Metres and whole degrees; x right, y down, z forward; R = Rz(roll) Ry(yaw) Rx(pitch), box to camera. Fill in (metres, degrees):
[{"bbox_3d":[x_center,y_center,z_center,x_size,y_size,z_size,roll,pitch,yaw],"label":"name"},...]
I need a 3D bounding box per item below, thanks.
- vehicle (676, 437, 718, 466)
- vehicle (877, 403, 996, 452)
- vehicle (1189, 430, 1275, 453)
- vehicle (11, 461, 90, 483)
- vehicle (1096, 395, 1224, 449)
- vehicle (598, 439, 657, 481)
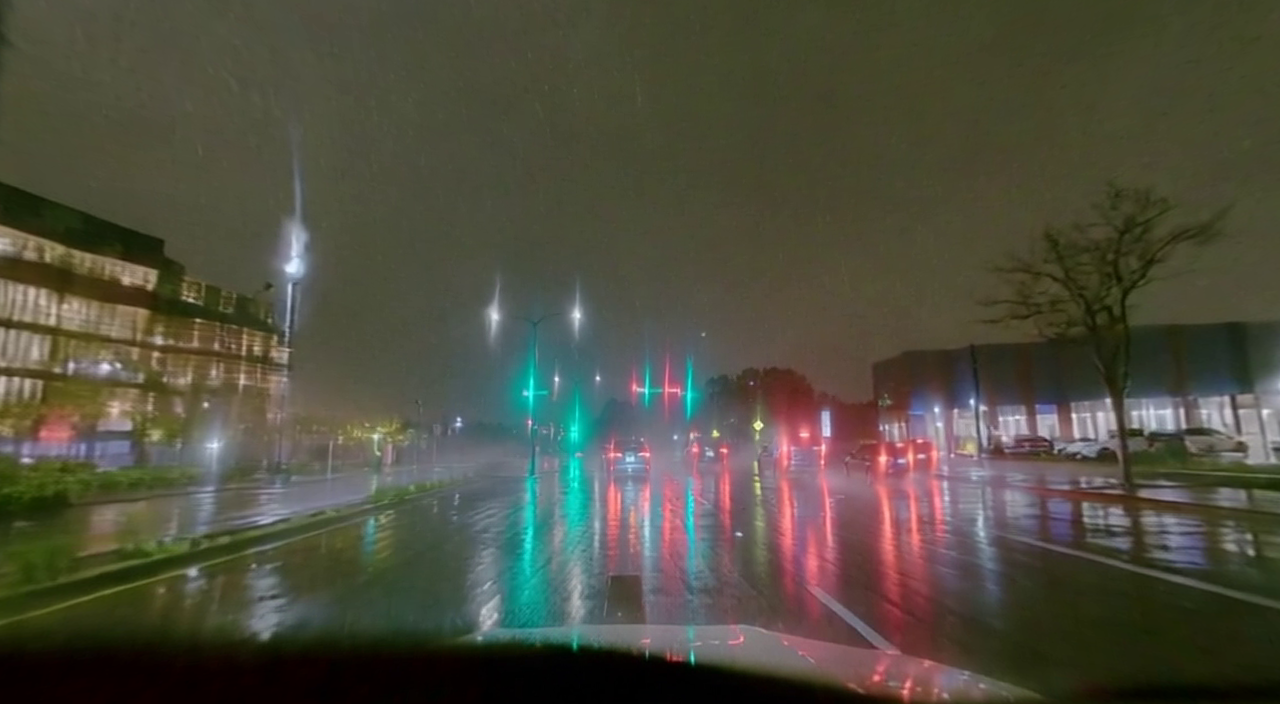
[{"bbox_3d":[3.492,6.185,39.519,2.100,1.683,4.231,0,-8,-1],"label":"vehicle"},{"bbox_3d":[21.082,5.440,45.206,7.049,3.319,2.728,0,-8,-1],"label":"vehicle"},{"bbox_3d":[38.362,5.832,41.085,1.656,1.427,4.042,0,-8,1],"label":"vehicle"},{"bbox_3d":[-42.955,8.737,46.080,3.776,1.466,1.846,0,-8,-2],"label":"vehicle"},{"bbox_3d":[33.147,4.608,40.628,2.744,3.127,6.009,0,-10,-2],"label":"vehicle"},{"bbox_3d":[-0.480,4.181,24.743,2.110,1.476,4.294,0,-8,-1],"label":"vehicle"}]
